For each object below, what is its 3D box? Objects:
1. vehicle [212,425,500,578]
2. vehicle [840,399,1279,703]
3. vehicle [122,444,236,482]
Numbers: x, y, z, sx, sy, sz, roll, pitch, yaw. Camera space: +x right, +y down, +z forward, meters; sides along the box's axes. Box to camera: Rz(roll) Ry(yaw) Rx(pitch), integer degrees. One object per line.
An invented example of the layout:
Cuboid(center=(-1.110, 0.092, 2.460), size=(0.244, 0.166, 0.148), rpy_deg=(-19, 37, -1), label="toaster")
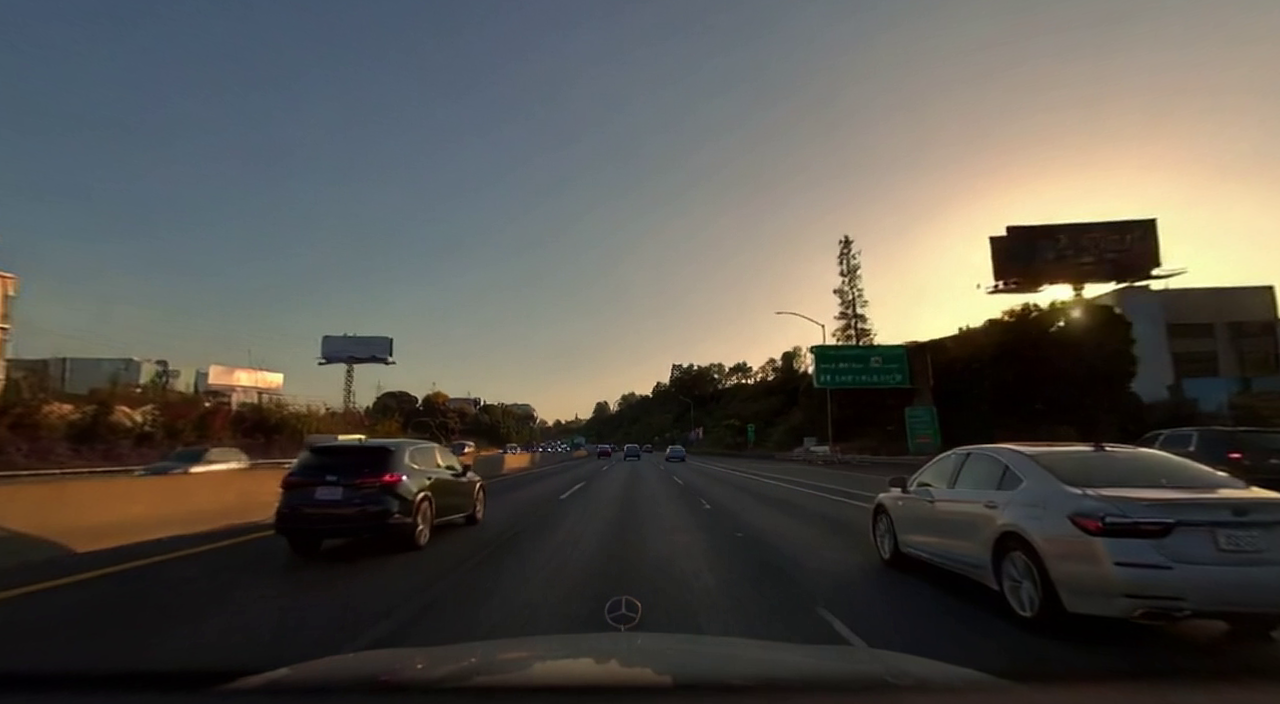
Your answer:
Cuboid(center=(-3.393, 1.863, 8.714), size=(1.879, 1.526, 4.483), rpy_deg=(0, -9, 0), label="vehicle")
Cuboid(center=(3.399, 1.314, 5.209), size=(1.987, 1.509, 4.512), rpy_deg=(0, -9, 0), label="vehicle")
Cuboid(center=(-22.961, 5.512, 31.773), size=(1.881, 1.719, 5.096), rpy_deg=(0, -9, -1), label="vehicle")
